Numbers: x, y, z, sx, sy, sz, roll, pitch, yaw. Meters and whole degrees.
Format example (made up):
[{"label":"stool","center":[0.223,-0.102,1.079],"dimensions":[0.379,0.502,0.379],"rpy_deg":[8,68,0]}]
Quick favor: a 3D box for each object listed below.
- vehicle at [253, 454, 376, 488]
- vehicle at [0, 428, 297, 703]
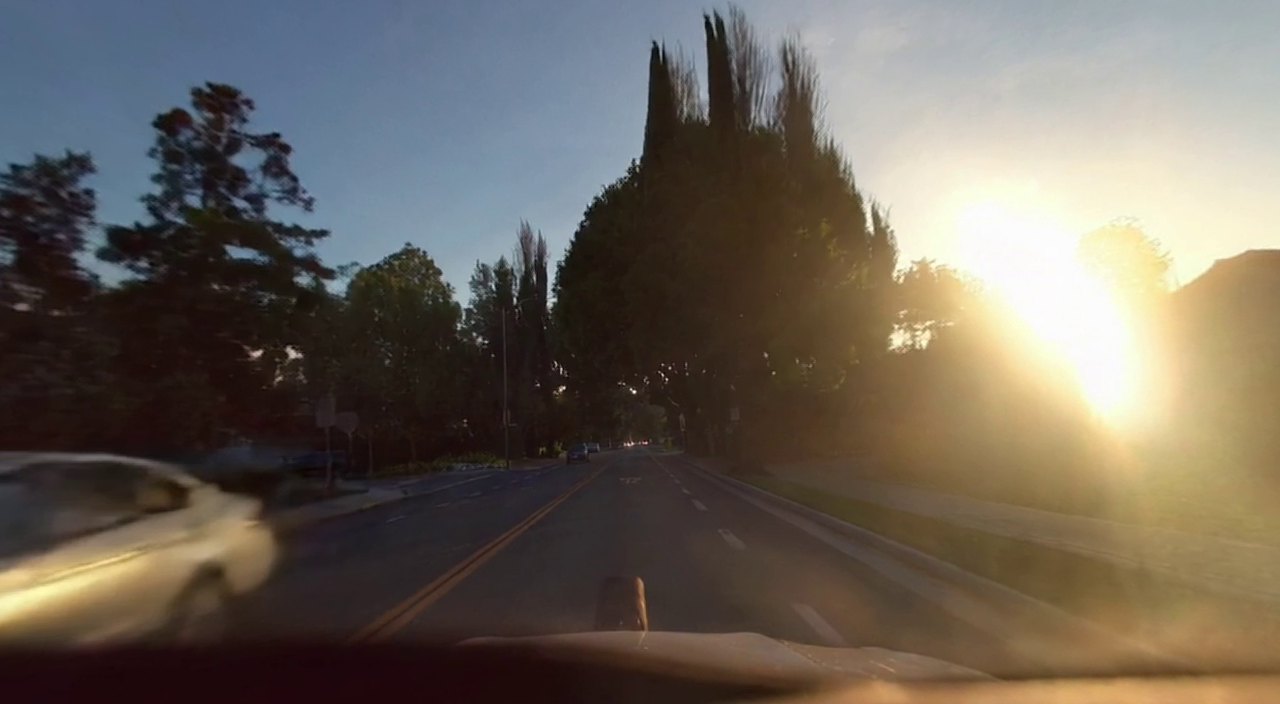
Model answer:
[{"label":"vehicle","center":[-15.089,5.523,29.436],"dimensions":[4.779,1.453,1.970],"rpy_deg":[-2,-8,9]},{"label":"vehicle","center":[-3.664,1.089,2.591],"dimensions":[1.996,1.519,4.559],"rpy_deg":[-1,-8,-1]}]
